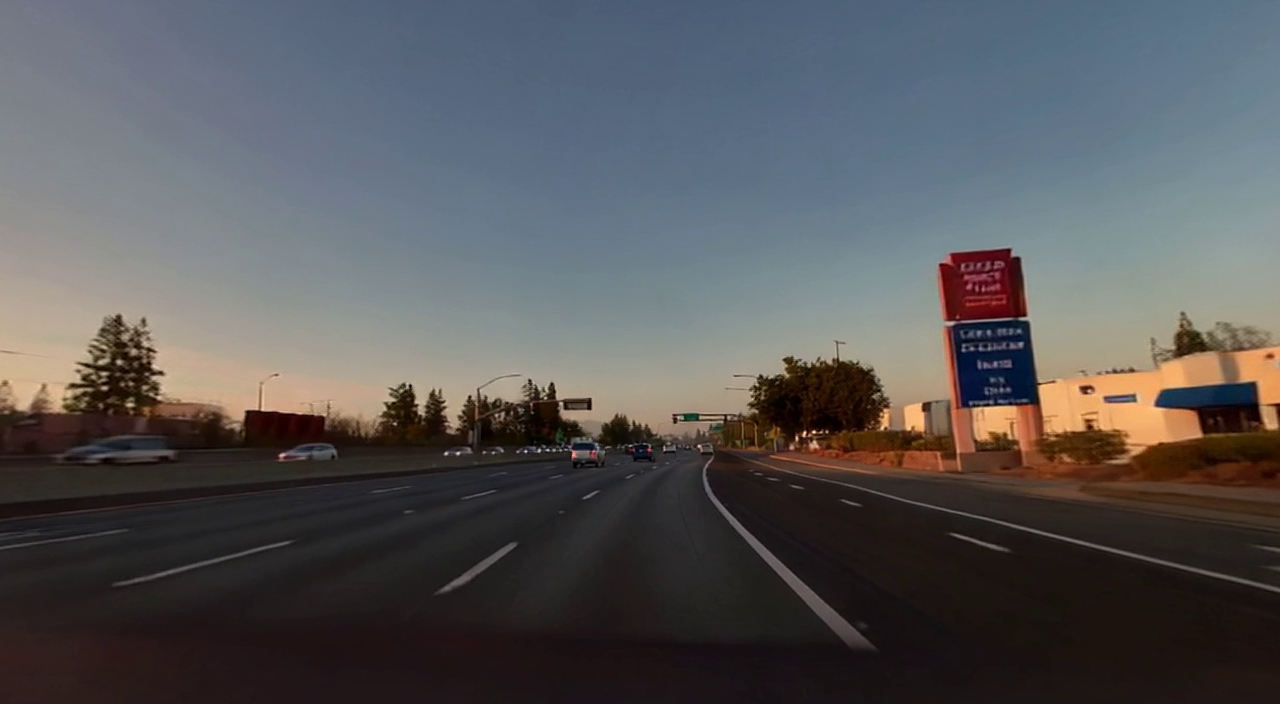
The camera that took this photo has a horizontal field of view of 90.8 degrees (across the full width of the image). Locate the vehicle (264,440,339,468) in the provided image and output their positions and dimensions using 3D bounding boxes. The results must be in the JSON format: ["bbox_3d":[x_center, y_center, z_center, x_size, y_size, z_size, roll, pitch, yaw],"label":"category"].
[{"bbox_3d":[-22.086,6.652,41.442,2.090,1.720,4.470,-1,-8,7],"label":"vehicle"}]

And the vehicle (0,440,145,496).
[{"bbox_3d":[-17.966,3.431,19.092,1.941,1.475,4.722,-1,-8,4],"label":"vehicle"}]

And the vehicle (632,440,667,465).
[{"bbox_3d":[0.760,7.504,47.326,2.139,1.782,4.079,-1,-8,7],"label":"vehicle"}]
